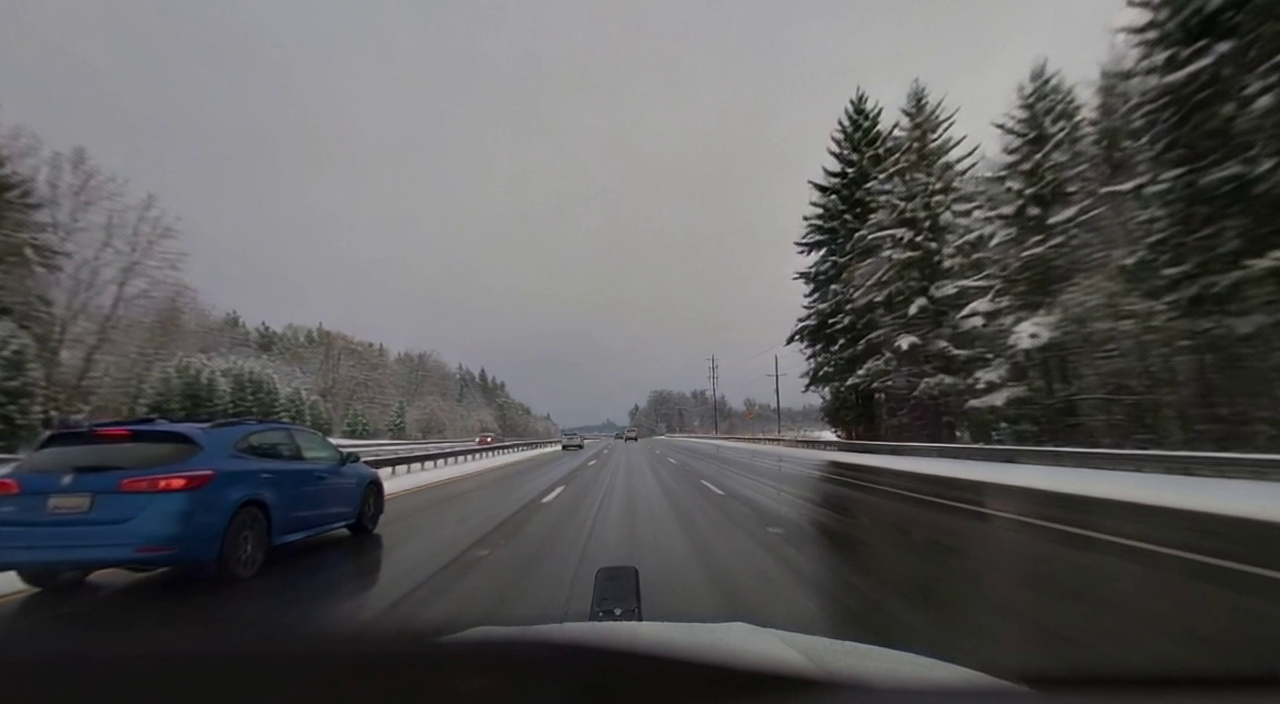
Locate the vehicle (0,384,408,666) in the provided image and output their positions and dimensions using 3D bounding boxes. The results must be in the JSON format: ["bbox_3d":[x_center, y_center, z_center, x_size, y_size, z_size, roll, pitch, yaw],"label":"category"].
[{"bbox_3d":[-3.914,1.253,5.729,2.023,1.580,4.259,0,-8,-1],"label":"vehicle"}]

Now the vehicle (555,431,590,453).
[{"bbox_3d":[-4.767,6.451,45.039,2.080,1.478,4.347,0,-8,0],"label":"vehicle"}]
